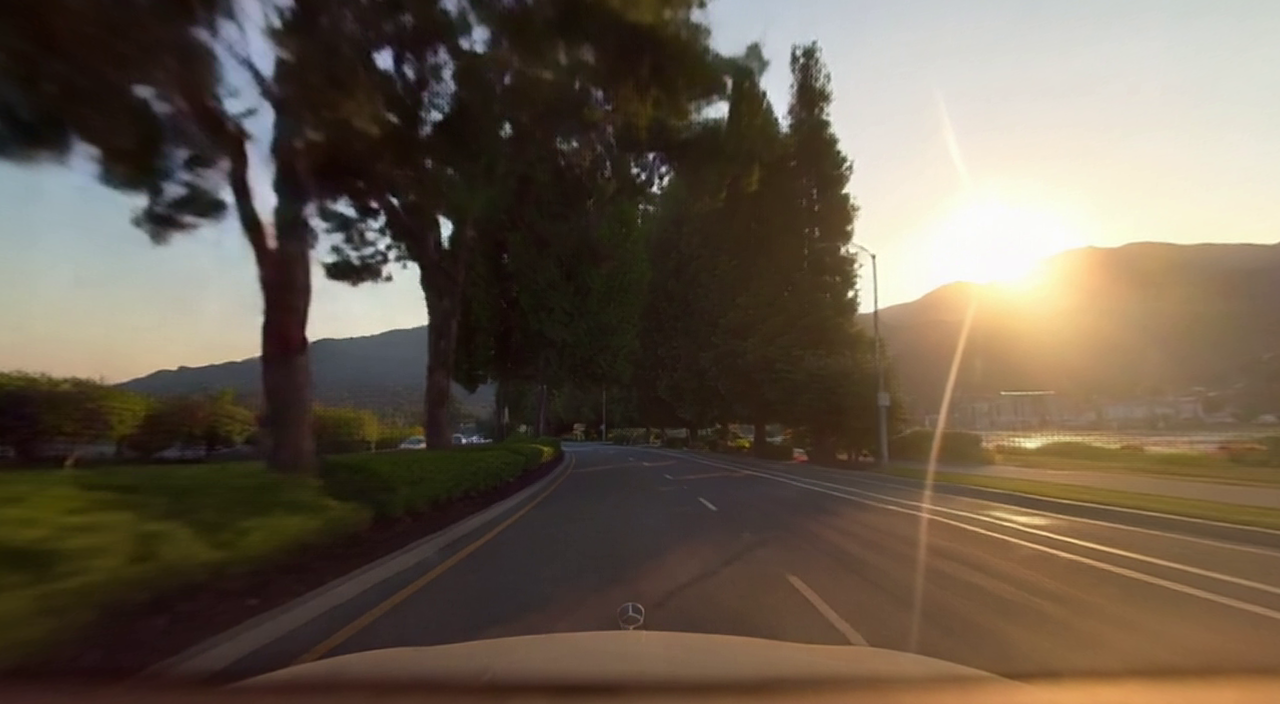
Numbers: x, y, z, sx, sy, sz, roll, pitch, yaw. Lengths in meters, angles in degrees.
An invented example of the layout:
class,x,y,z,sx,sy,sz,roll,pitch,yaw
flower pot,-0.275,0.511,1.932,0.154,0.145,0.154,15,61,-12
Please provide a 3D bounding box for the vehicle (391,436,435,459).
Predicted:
class,x,y,z,sx,sy,sz,roll,pitch,yaw
vehicle,-15.810,6.668,44.162,1.842,1.495,4.375,1,-8,-6
